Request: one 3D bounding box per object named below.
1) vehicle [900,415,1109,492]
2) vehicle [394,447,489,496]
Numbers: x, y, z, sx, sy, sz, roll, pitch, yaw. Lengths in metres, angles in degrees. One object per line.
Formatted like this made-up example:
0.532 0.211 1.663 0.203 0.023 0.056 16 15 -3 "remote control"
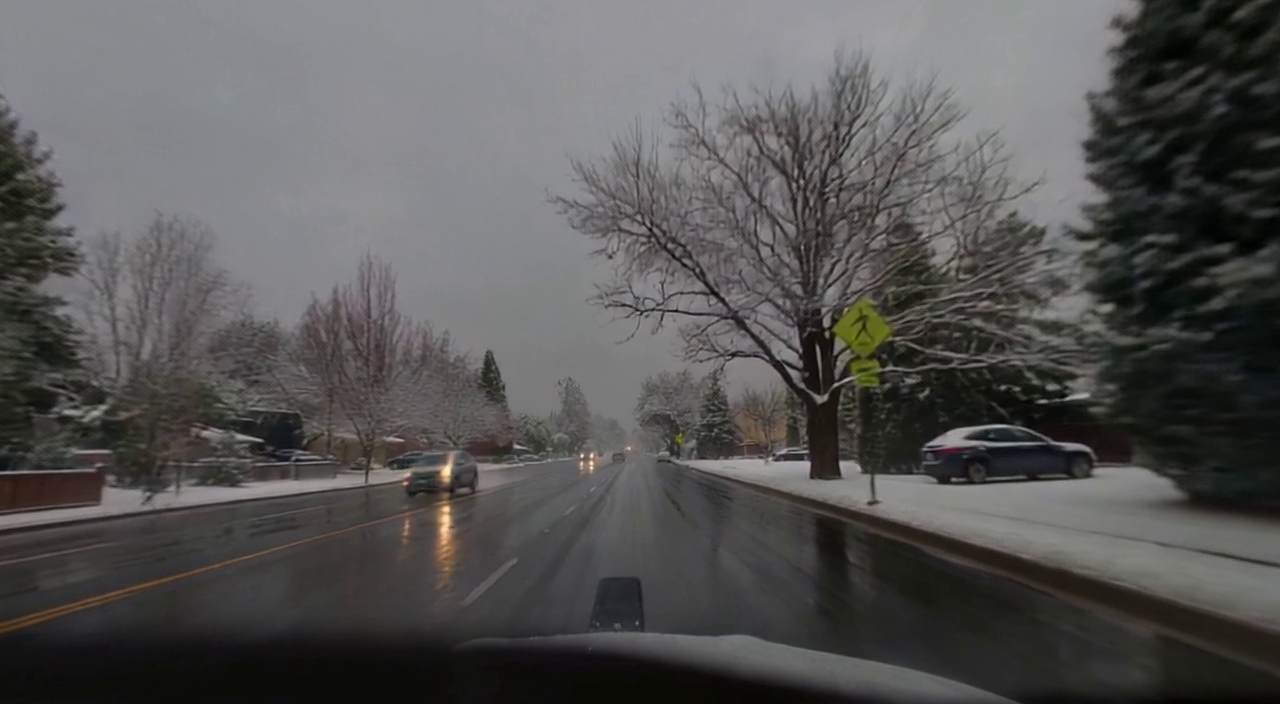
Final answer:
10.536 3.032 18.606 4.583 1.853 2.260 -2 -14 -2 "vehicle"
-7.183 4.338 23.389 1.951 1.613 4.654 0 -8 1 "vehicle"
